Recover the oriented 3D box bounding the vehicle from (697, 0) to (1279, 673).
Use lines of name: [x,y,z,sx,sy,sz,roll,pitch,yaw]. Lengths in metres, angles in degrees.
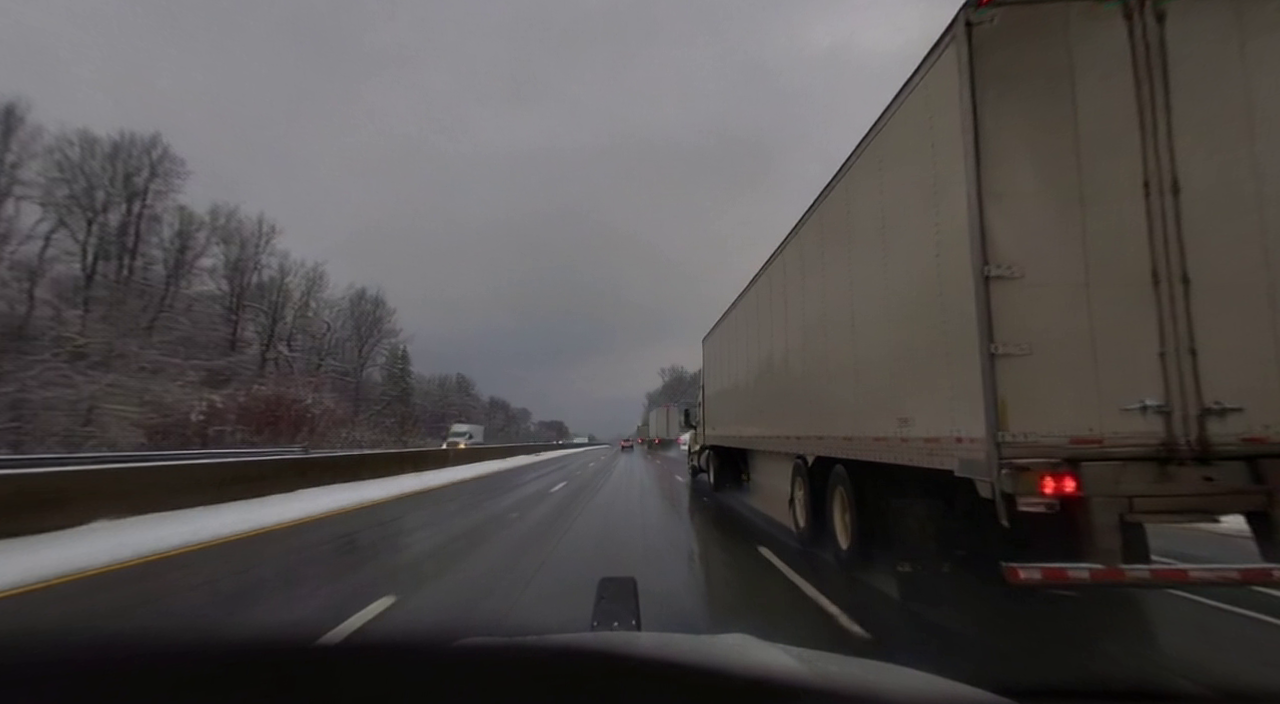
vehicle: [3.325,0.674,10.752,2.905,4.080,14.157,0,-8,-2]
